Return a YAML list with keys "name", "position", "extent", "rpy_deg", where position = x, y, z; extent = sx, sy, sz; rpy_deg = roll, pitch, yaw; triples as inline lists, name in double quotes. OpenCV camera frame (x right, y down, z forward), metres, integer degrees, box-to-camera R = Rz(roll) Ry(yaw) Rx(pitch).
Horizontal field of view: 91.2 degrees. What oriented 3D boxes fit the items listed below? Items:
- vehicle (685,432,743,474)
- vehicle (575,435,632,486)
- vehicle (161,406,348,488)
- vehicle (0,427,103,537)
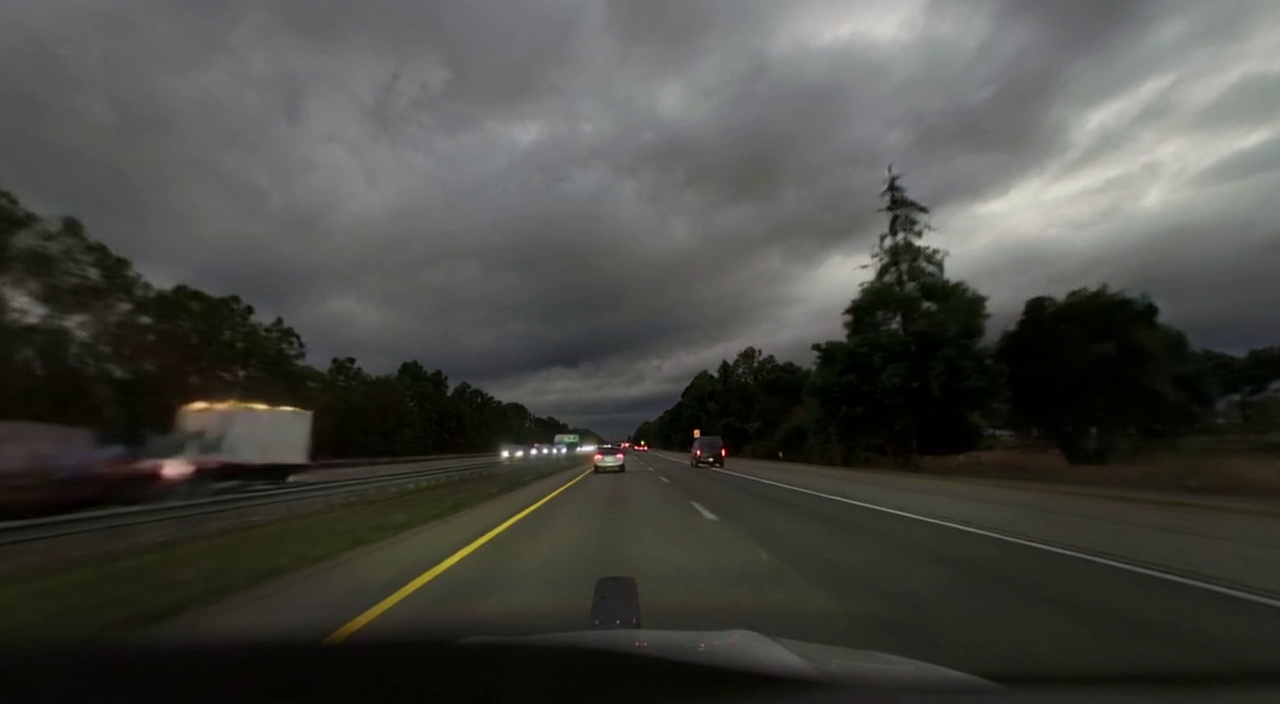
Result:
- name: "vehicle"
  position: [3.612, 5.074, 31.529]
  extent: [2.179, 1.930, 4.538]
  rpy_deg: [0, -9, -2]
- name: "vehicle"
  position: [-1.319, 4.085, 23.851]
  extent: [1.963, 1.711, 4.284]
  rpy_deg: [0, -9, -1]
- name: "vehicle"
  position: [-14.162, 3.627, 23.907]
  extent: [2.732, 2.600, 7.051]
  rpy_deg: [0, -9, -1]
- name: "vehicle"
  position: [-9.976, 1.722, 8.106]
  extent: [1.932, 1.530, 4.684]
  rpy_deg: [0, -9, -1]
